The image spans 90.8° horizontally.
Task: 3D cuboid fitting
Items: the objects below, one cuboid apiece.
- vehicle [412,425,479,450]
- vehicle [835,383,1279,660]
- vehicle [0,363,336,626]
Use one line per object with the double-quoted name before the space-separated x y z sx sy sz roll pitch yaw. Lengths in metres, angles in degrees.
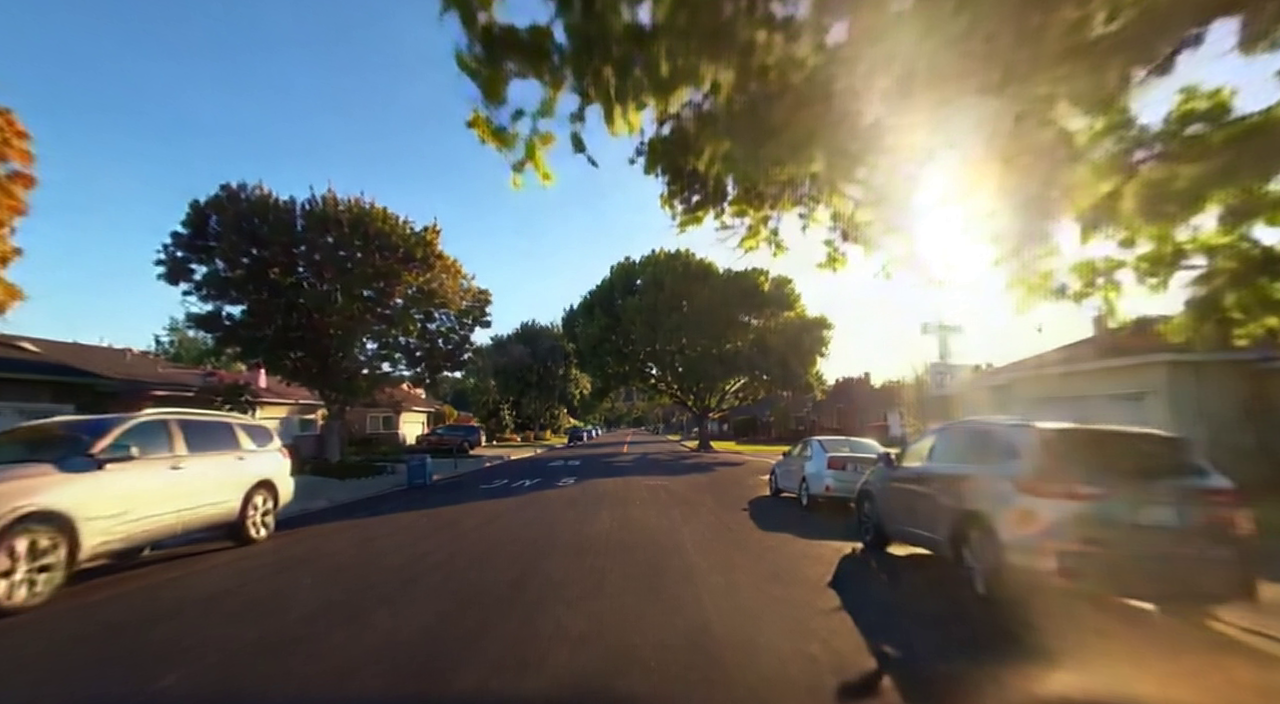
"vehicle" -13.372 5.885 43.507 3.921 1.629 1.832 0 -10 2
"vehicle" 3.736 1.395 6.334 2.033 1.730 4.554 0 -8 -1
"vehicle" -6.026 1.476 7.294 2.322 1.949 5.695 -1 -9 -2
